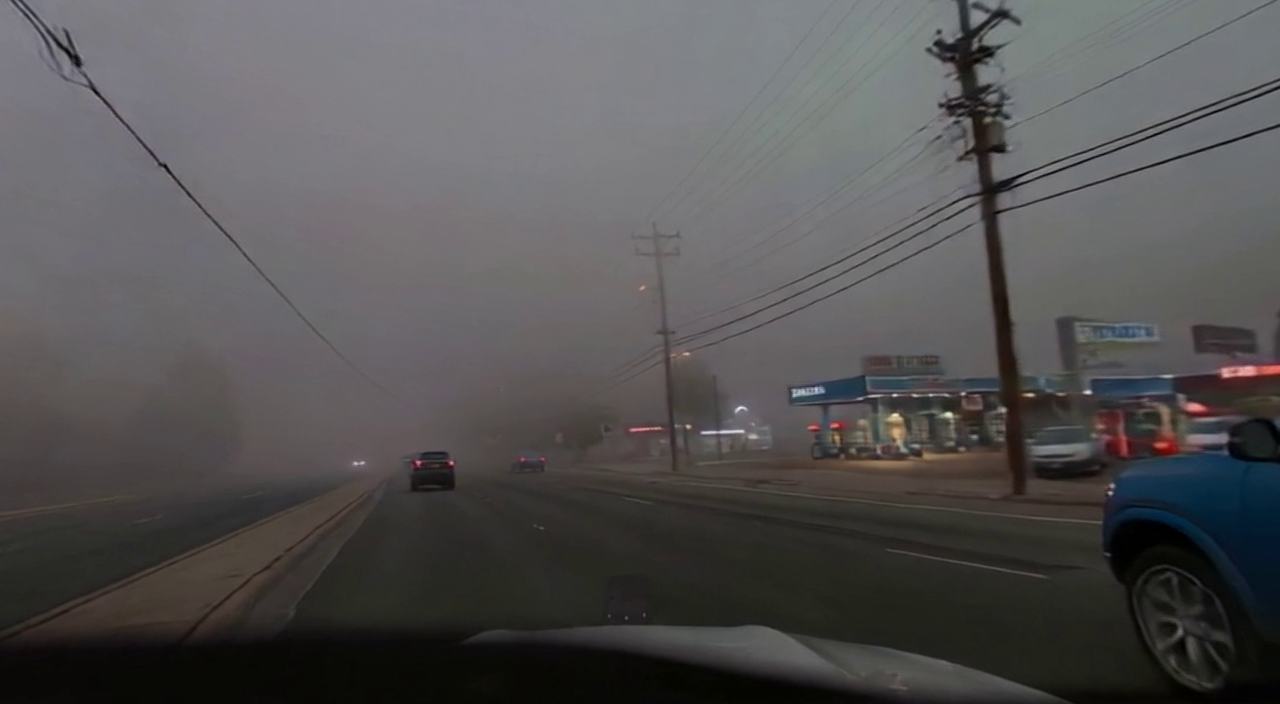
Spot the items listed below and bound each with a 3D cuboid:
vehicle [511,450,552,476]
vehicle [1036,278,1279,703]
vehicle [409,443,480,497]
[{"bbox_3d":[-6.917,6.979,39.964,1.760,1.481,4.161,3,-9,-21],"label":"vehicle"},{"bbox_3d":[3.525,0.442,1.128,2.036,1.818,5.192,0,-8,-3],"label":"vehicle"},{"bbox_3d":[-7.664,4.452,24.381,2.141,1.842,4.889,3,-9,-22],"label":"vehicle"}]
